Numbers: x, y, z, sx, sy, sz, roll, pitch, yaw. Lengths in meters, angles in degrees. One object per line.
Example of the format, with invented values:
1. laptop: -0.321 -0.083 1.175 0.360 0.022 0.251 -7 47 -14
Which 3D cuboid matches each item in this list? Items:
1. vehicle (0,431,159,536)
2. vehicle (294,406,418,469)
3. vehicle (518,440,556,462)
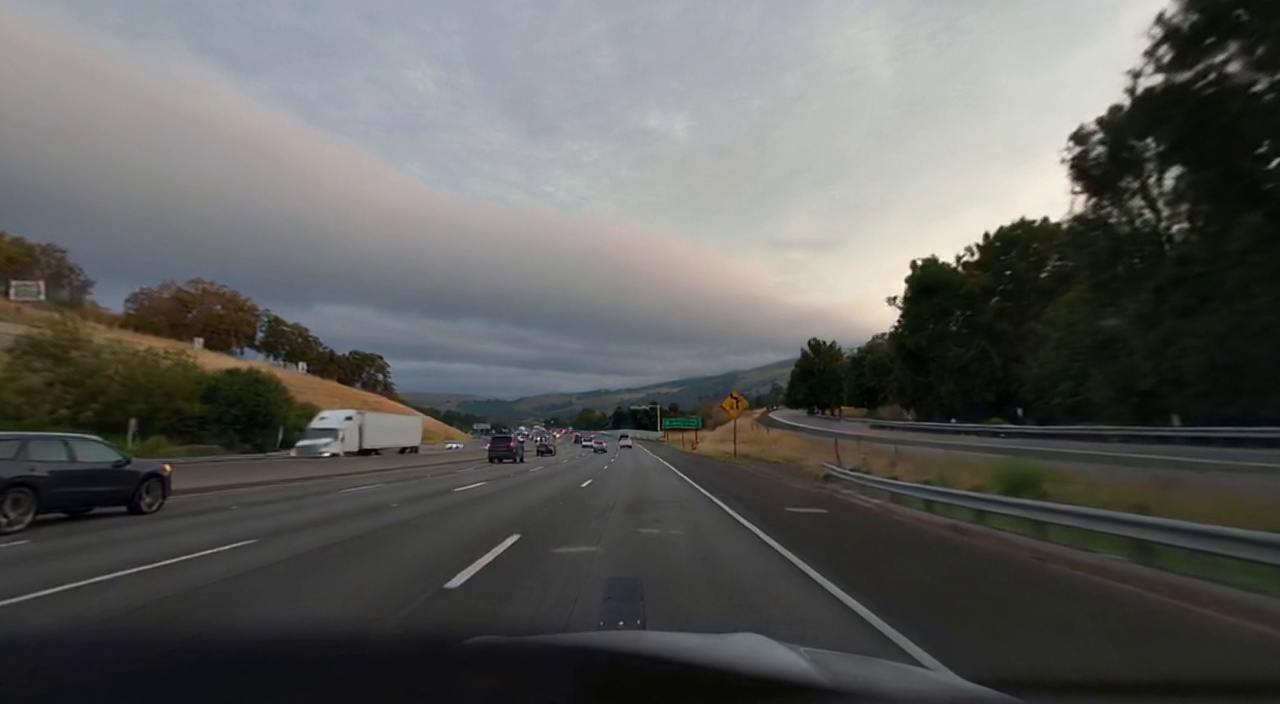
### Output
1. vehicle: -11.003 2.199 10.689 2.001 1.625 4.528 0 -9 0
2. vehicle: -18.216 5.739 41.584 3.018 3.568 11.385 0 -9 -1
3. vehicle: -7.560 7.339 46.563 2.113 1.507 4.450 0 -9 0
